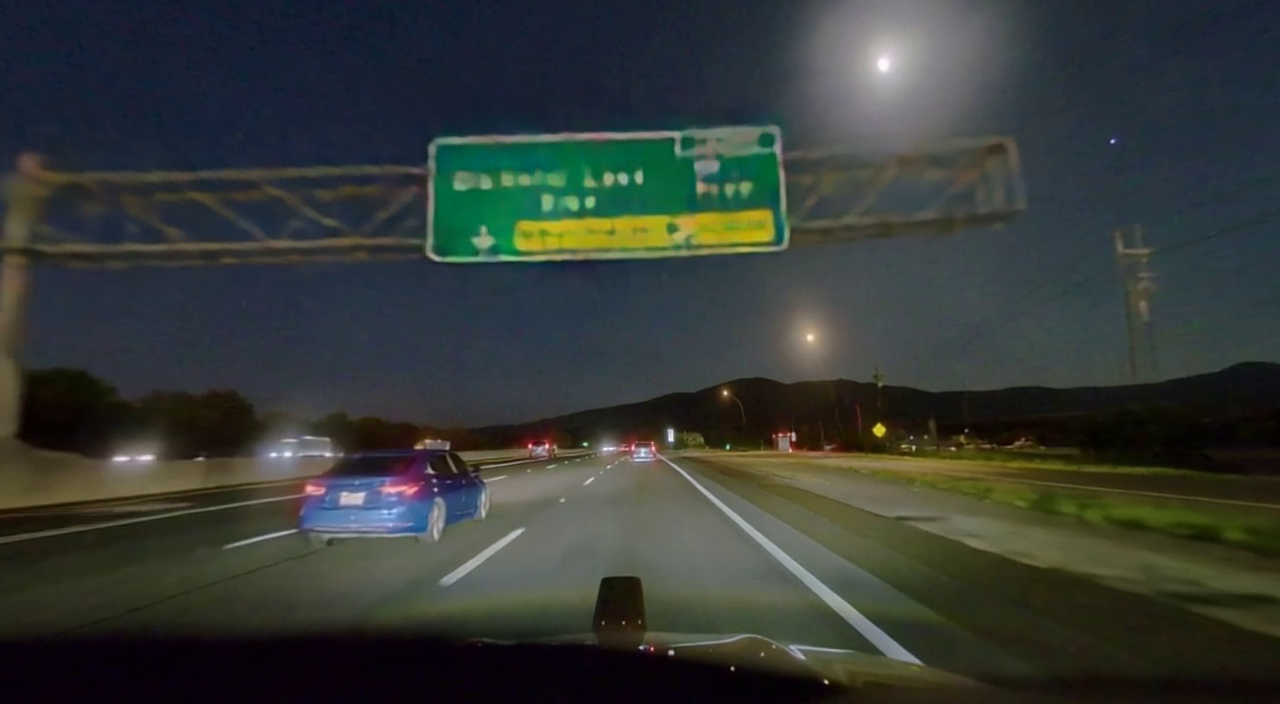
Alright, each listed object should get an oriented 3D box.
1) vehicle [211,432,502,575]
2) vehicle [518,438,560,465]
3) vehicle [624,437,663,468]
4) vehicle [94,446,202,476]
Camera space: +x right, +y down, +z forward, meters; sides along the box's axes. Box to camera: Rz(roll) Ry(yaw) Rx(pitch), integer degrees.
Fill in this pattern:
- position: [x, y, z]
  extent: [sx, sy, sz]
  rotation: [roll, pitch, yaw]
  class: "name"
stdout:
- position: [-3.588, 1.989, 9.253]
  extent: [1.967, 1.517, 4.808]
  rotation: [0, -8, 1]
  class: "vehicle"
- position: [-7.120, 7.063, 44.914]
  extent: [2.091, 1.775, 4.601]
  rotation: [0, -8, 1]
  class: "vehicle"
- position: [0.178, 6.006, 37.796]
  extent: [2.194, 1.737, 4.127]
  rotation: [0, -8, -1]
  class: "vehicle"
- position: [-28.293, 6.268, 36.516]
  extent: [2.182, 1.596, 5.004]
  rotation: [0, -8, 0]
  class: "vehicle"
